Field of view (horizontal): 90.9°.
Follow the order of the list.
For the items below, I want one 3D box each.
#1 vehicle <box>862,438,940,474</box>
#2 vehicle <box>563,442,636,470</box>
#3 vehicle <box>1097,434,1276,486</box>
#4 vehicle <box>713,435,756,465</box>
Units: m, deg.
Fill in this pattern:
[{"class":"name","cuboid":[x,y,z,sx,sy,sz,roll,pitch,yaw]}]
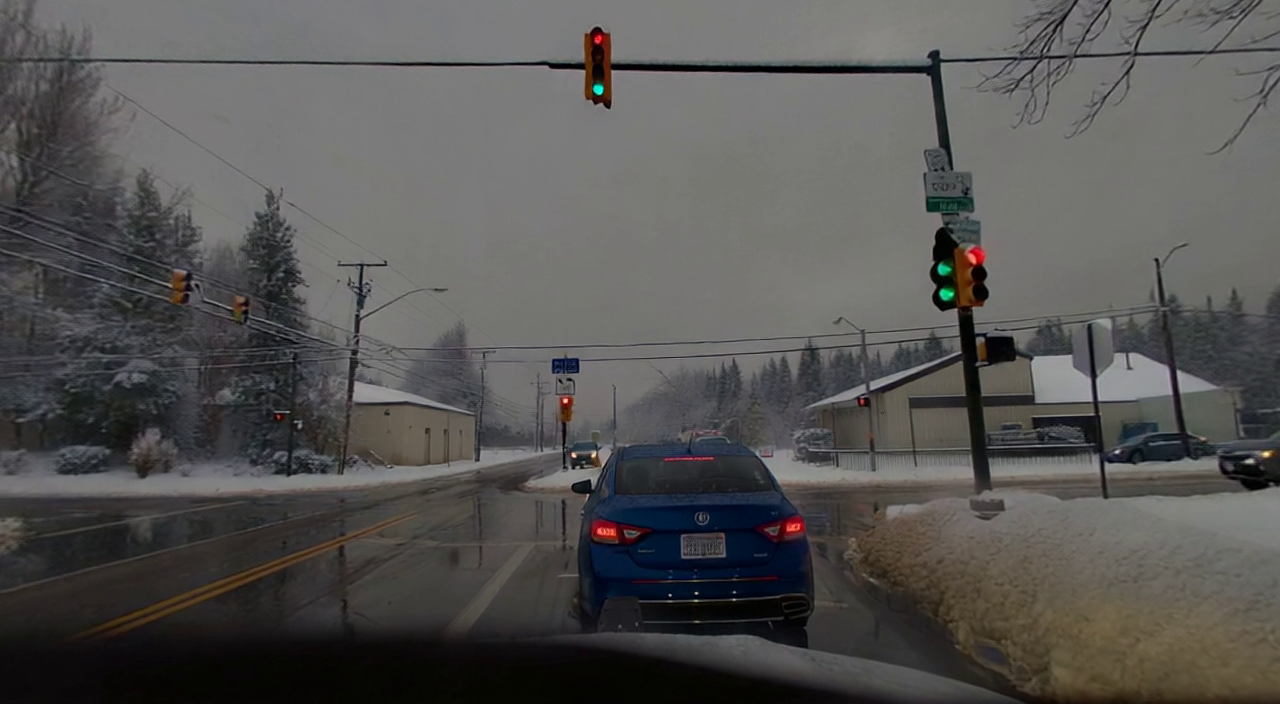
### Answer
[{"class":"vehicle","cuboid":[12.395,5.032,30.242,1.922,1.529,3.964,0,-12,-2]},{"class":"vehicle","cuboid":[-2.431,6.152,37.560,3.991,1.526,1.868,-5,-9,31]},{"class":"vehicle","cuboid":[16.796,3.322,19.522,3.876,1.512,1.784,0,-8,-1]},{"class":"vehicle","cuboid":[6.899,7.164,46.215,1.491,2.041,2.964,6,-9,-33]}]
